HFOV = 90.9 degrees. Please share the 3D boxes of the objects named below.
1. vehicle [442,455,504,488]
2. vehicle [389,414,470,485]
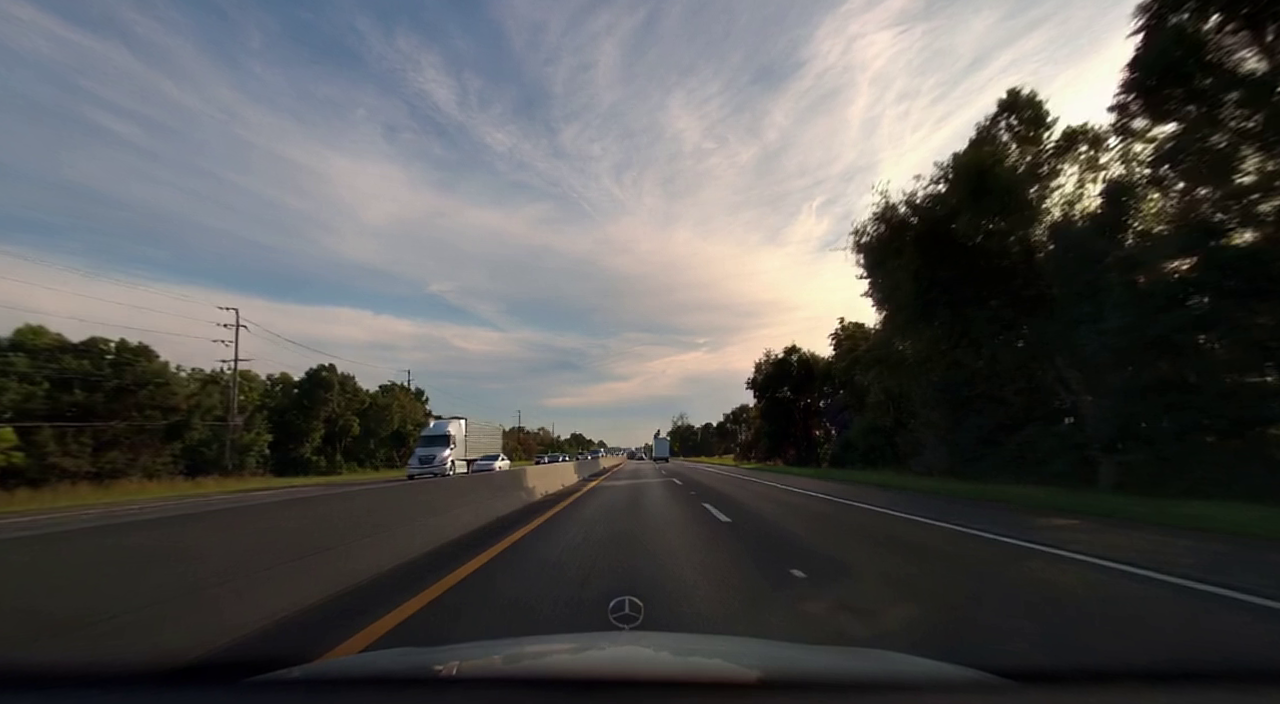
[{"bbox_3d":[-8.206,5.870,31.309,1.818,1.448,4.428,0,-9,0],"label":"vehicle"},{"bbox_3d":[-12.883,6.015,39.107,2.979,4.027,5.788,0,-9,-1],"label":"vehicle"}]
